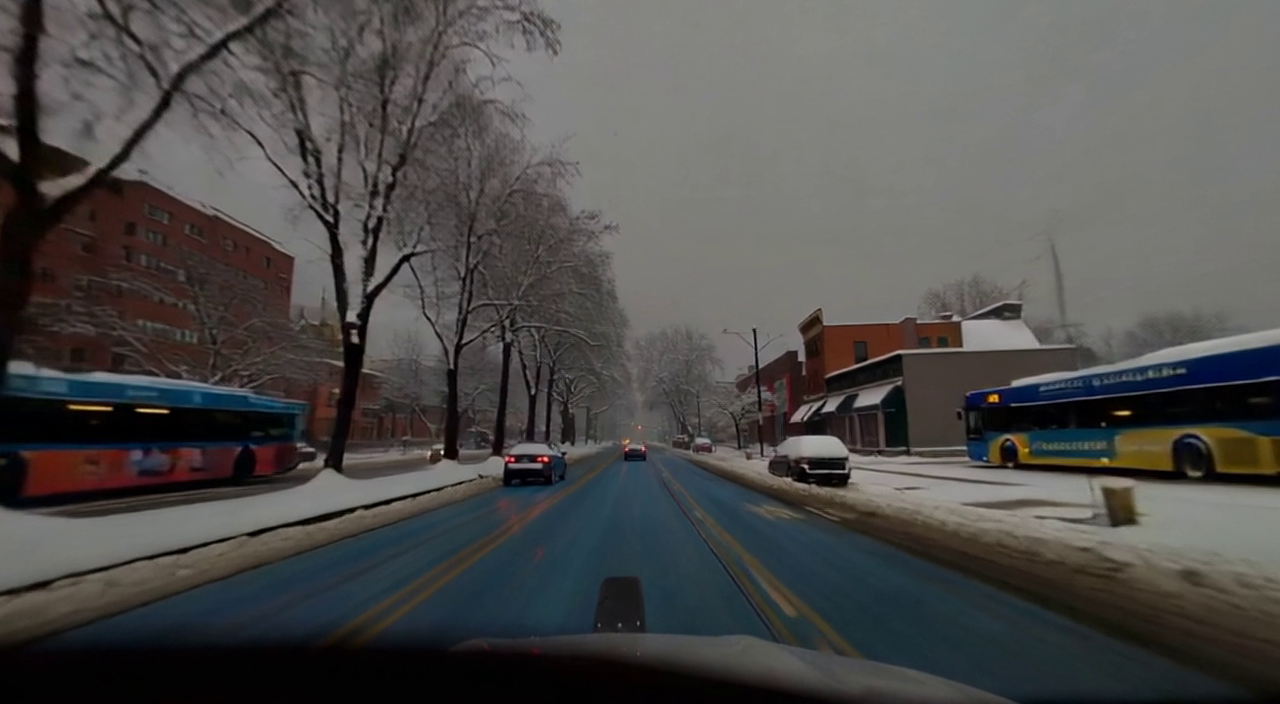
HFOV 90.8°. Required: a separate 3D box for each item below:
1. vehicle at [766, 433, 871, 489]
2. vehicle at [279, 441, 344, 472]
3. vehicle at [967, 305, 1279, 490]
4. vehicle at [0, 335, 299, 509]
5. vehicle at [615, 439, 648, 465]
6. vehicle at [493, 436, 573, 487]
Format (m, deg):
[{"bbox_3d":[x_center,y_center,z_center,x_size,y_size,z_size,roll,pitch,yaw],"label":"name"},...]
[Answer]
[{"bbox_3d":[6.352,3.954,23.340,2.206,1.803,5.753,0,-9,0],"label":"vehicle"},{"bbox_3d":[-21.894,6.966,42.392,1.947,1.857,4.851,-1,-9,-3],"label":"vehicle"},{"bbox_3d":[17.712,2.010,22.489,3.225,4.571,16.558,-3,-8,0],"label":"vehicle"},{"bbox_3d":[-15.597,2.303,18.956,3.303,3.710,13.912,0,-9,-1],"label":"vehicle"},{"bbox_3d":[-0.513,6.270,39.807,1.999,1.520,3.896,0,-9,0],"label":"vehicle"},{"bbox_3d":[-3.505,3.679,21.547,1.934,1.522,4.287,0,-9,1],"label":"vehicle"}]
